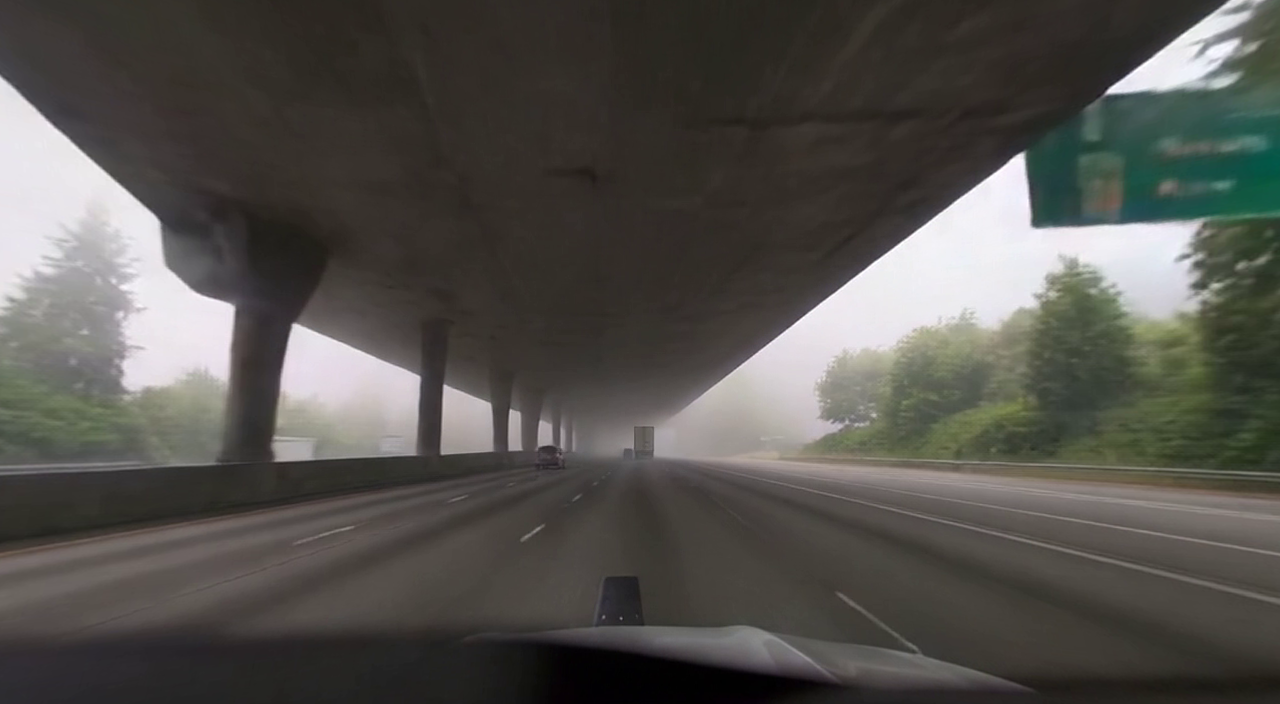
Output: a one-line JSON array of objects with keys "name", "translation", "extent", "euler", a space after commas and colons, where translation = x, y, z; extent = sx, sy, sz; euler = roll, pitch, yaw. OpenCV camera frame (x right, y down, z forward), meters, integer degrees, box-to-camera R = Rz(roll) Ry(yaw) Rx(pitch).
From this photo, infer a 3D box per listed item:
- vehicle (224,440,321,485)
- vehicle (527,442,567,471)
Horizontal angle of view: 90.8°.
[{"name": "vehicle", "translation": [-22.566, 6.788, 39.113], "extent": [2.360, 2.500, 5.895], "euler": [0, -9, 0]}, {"name": "vehicle", "translation": [-6.756, 7.674, 46.438], "extent": [2.195, 1.940, 5.154], "euler": [0, -9, 0]}]
